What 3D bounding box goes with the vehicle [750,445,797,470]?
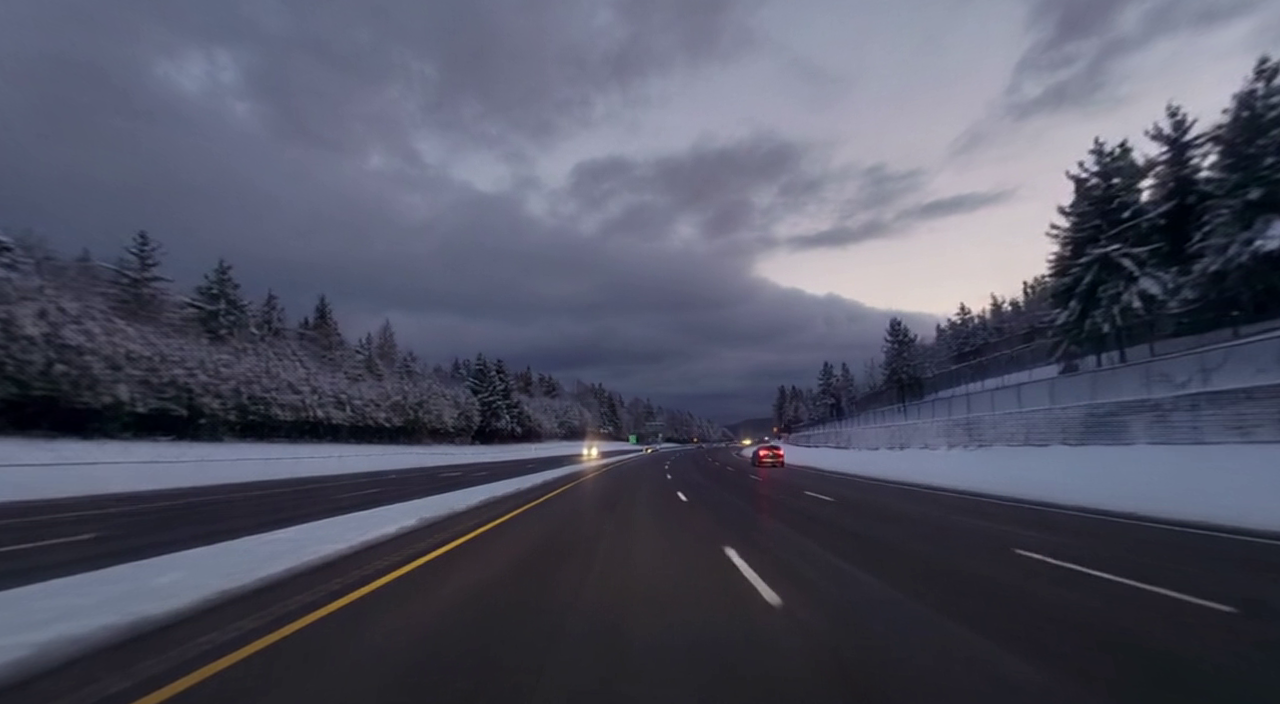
[{"bbox_3d":[8.496,6.734,40.429,1.983,1.486,4.545,-1,-9,0],"label":"vehicle"}]
